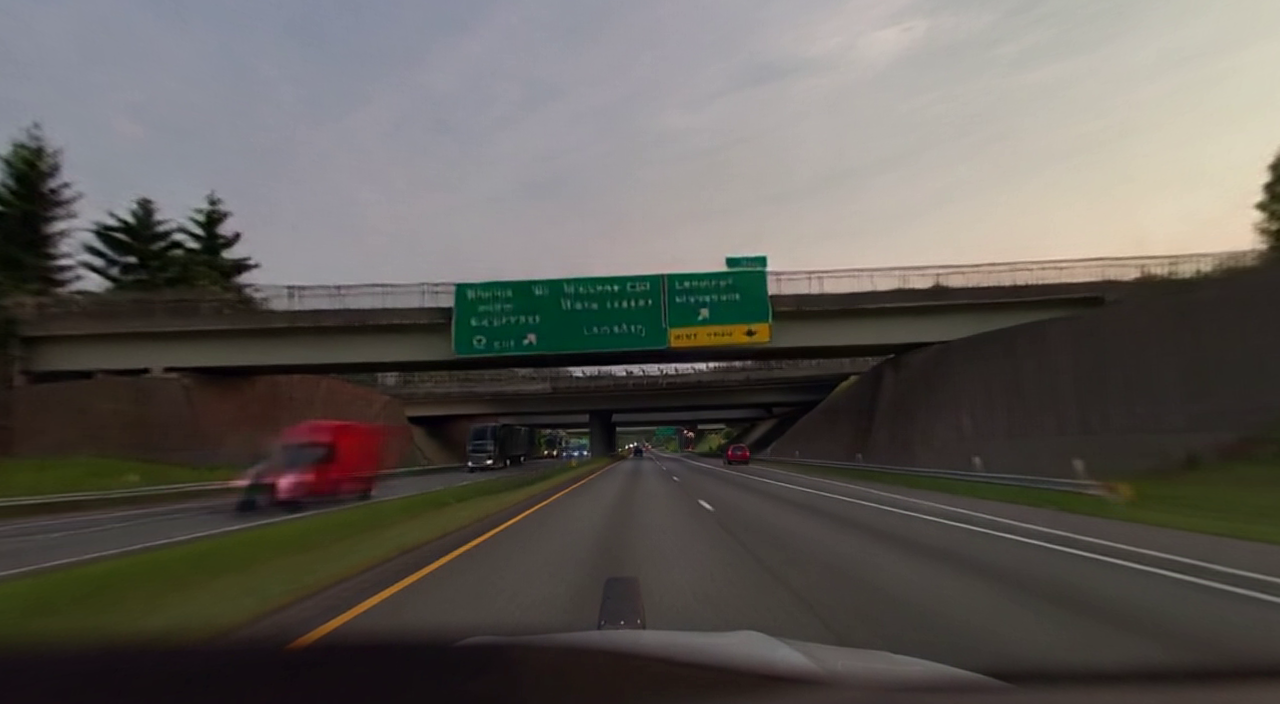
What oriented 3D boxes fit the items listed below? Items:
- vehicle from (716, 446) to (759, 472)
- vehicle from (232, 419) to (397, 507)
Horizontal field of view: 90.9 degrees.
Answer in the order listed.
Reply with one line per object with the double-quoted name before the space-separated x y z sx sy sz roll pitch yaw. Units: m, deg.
"vehicle" 5.917 6.583 38.818 1.987 1.473 4.244 0 -9 1
"vehicle" -10.540 3.665 21.168 2.275 2.523 5.746 0 -9 2
